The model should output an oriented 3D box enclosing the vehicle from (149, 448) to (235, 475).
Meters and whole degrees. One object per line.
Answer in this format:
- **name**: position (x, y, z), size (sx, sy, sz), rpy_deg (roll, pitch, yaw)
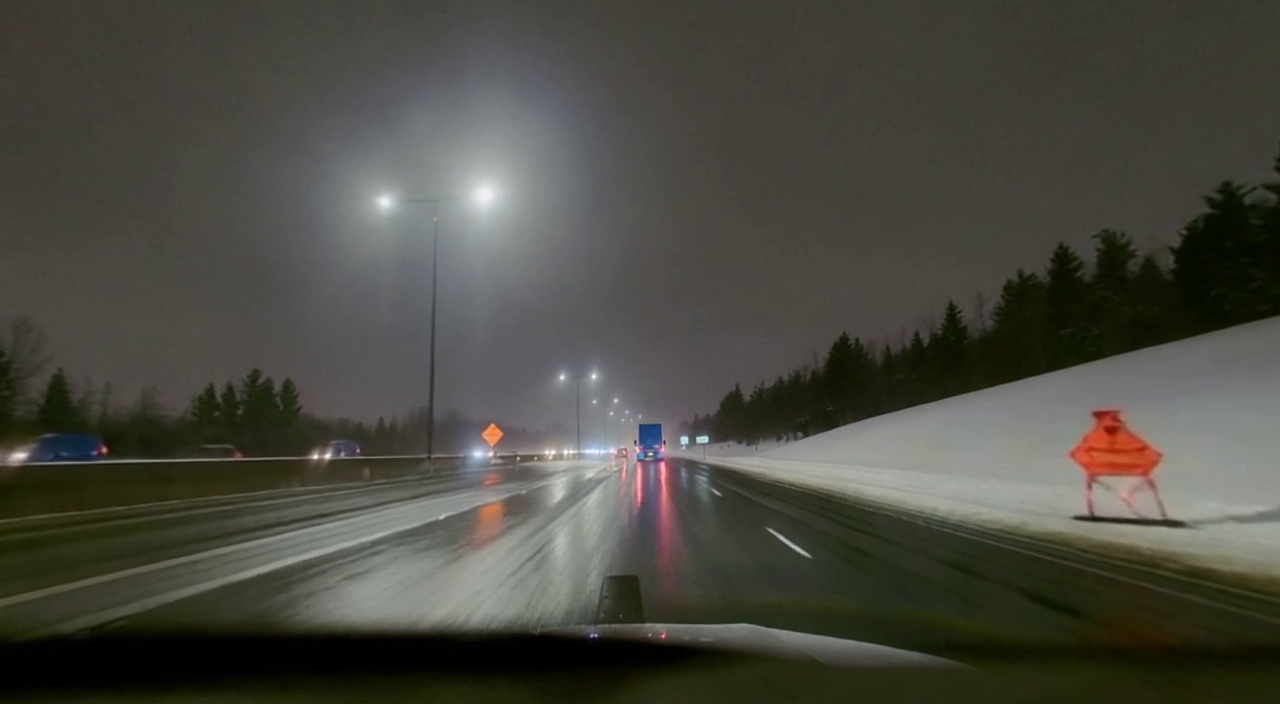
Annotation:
- **vehicle**: position (-26.469, 6.446, 37.414), size (1.859, 1.484, 4.516), rpy_deg (0, -9, -1)
